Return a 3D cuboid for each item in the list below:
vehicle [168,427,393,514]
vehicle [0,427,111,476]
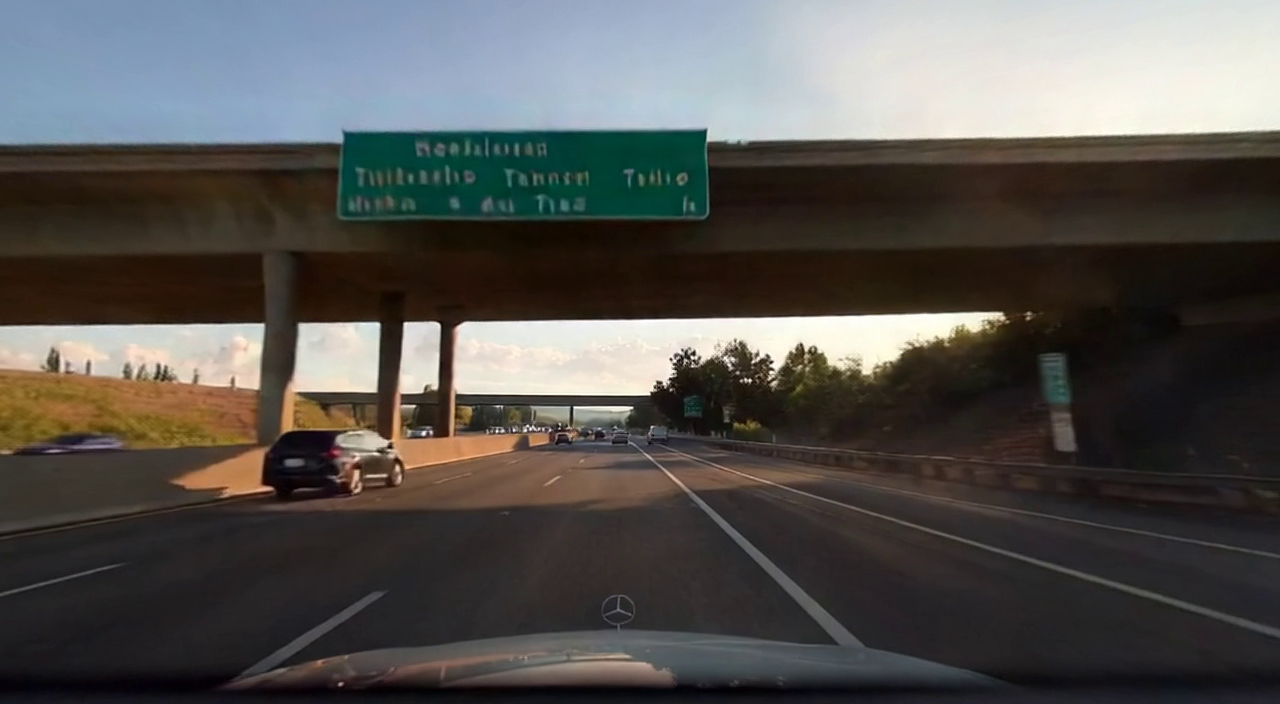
[{"bbox_3d":[-7.247,2.389,13.386,2.216,1.522,4.412,0,-8,0],"label":"vehicle"},{"bbox_3d":[-21.960,3.579,22.862,1.840,1.602,4.123,0,-8,-1],"label":"vehicle"}]
